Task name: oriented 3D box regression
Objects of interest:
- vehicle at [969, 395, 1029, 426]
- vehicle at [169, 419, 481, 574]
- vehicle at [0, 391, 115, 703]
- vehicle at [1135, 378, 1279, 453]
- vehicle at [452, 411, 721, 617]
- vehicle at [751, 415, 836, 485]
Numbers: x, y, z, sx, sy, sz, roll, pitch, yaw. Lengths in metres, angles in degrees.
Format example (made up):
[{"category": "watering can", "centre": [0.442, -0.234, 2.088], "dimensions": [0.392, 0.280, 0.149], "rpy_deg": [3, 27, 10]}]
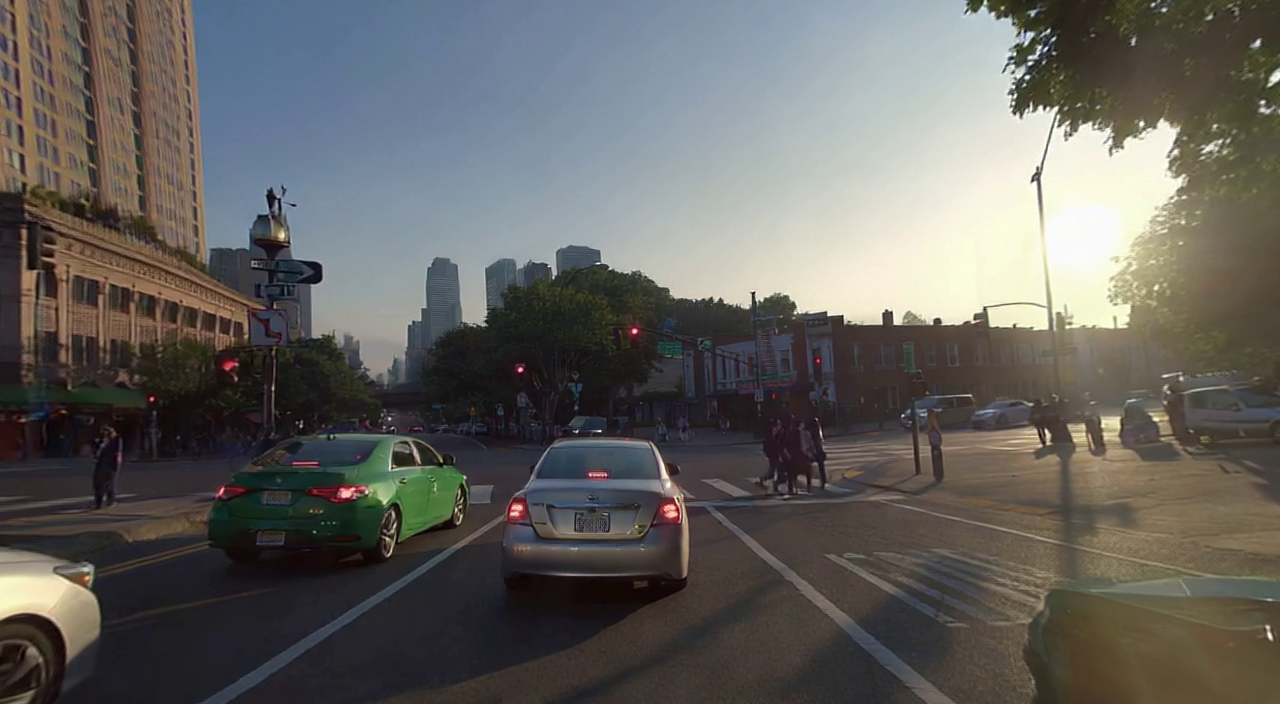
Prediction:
[{"category": "vehicle", "centre": [23.091, 3.823, 40.550], "dimensions": [4.657, 1.769, 1.979], "rpy_deg": [7, -11, -43]}, {"category": "vehicle", "centre": [-3.683, 1.760, 8.481], "dimensions": [1.934, 1.522, 4.287], "rpy_deg": [0, -8, 1]}, {"category": "vehicle", "centre": [-3.908, 0.705, 1.194], "dimensions": [1.995, 1.524, 4.438], "rpy_deg": [0, -8, 0]}, {"category": "vehicle", "centre": [21.625, 2.364, 22.873], "dimensions": [5.863, 2.493, 2.354], "rpy_deg": [2, -9, -12]}, {"category": "vehicle", "centre": [-0.417, 1.499, 6.729], "dimensions": [1.999, 1.520, 3.896], "rpy_deg": [0, -8, -1]}, {"category": "vehicle", "centre": [4.295, 2.713, 17.588], "dimensions": [1.958, 1.667, 4.392], "rpy_deg": [-2, -9, 14]}]
